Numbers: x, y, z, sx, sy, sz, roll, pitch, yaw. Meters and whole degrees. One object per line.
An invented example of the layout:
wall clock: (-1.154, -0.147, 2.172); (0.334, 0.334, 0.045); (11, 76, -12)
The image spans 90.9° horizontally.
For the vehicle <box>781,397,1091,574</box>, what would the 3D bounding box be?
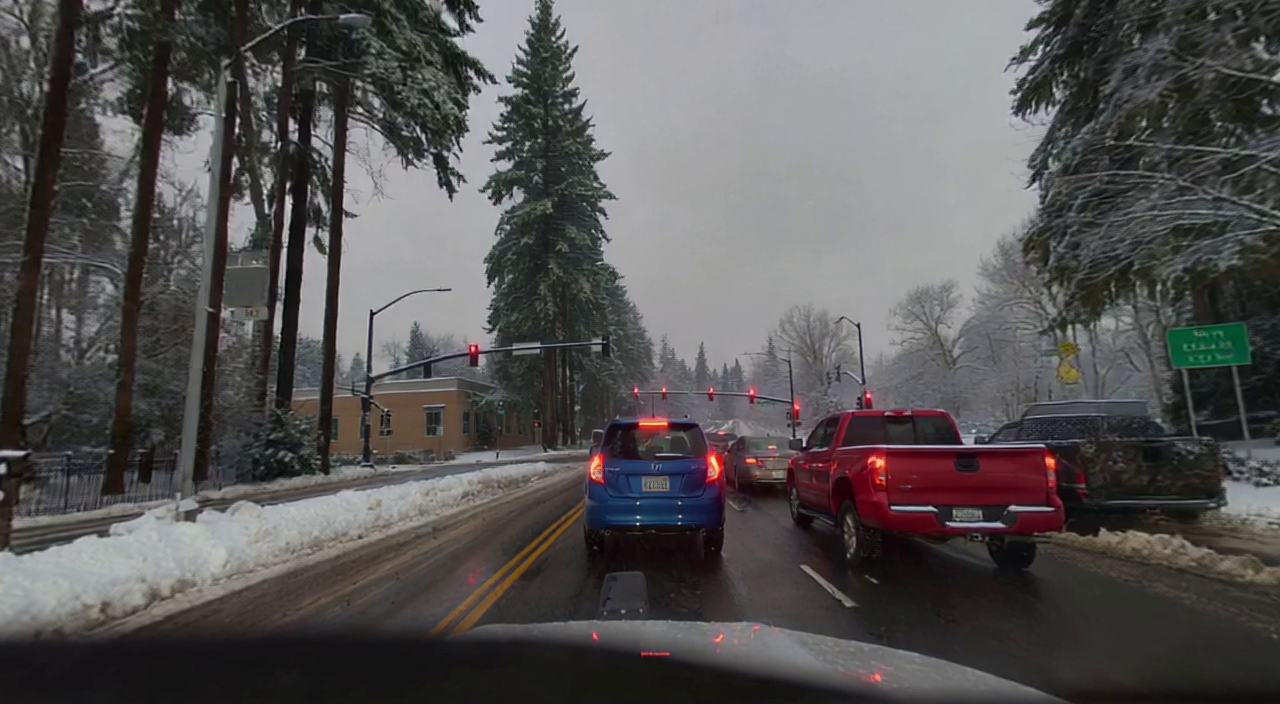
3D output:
vehicle: (3.392, 1.628, 8.400); (2.099, 1.725, 4.290); (0, -8, 1)

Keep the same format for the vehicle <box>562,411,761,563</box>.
vehicle: (0.242, 1.776, 8.966); (2.168, 1.641, 4.039); (0, -8, 0)
